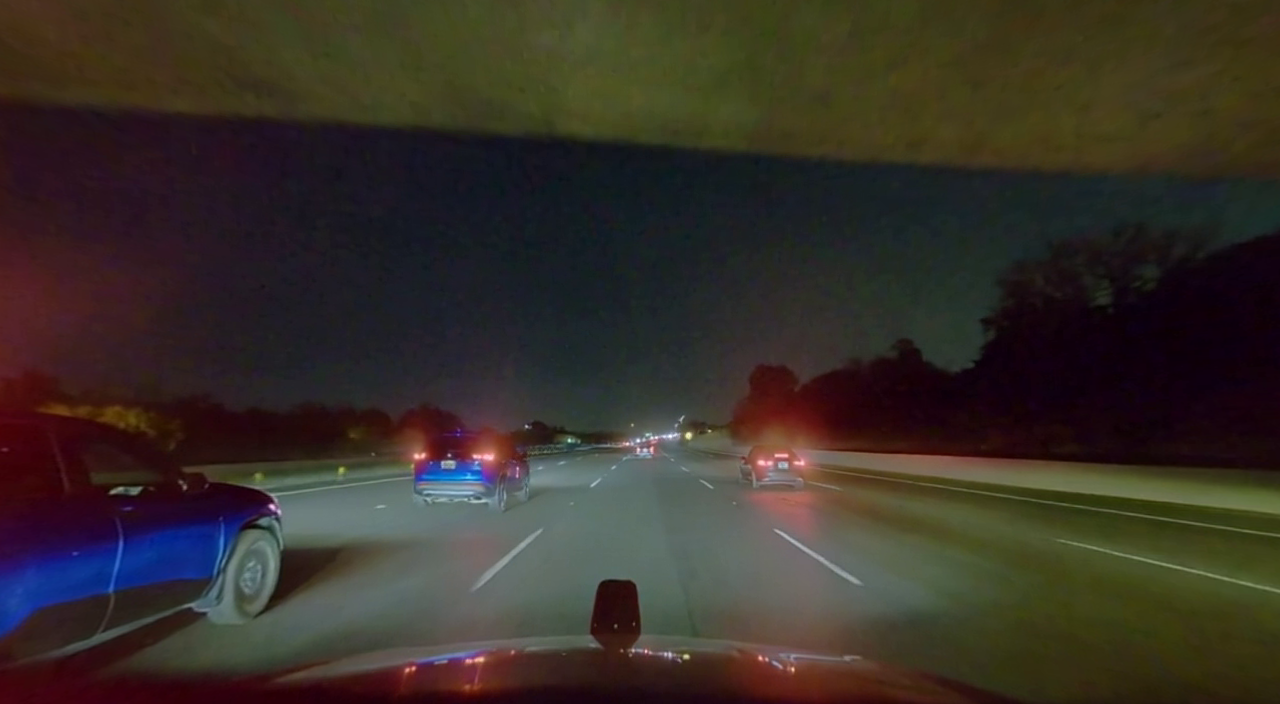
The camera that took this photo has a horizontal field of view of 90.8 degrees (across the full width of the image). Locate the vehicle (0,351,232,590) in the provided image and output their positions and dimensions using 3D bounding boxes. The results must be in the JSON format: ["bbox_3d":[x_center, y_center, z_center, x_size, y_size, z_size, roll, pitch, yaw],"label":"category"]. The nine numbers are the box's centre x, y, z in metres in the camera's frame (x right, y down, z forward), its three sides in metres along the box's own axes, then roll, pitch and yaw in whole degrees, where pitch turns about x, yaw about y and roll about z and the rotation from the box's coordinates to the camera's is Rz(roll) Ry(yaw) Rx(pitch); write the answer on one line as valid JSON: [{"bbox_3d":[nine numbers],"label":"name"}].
[{"bbox_3d":[-6.459,1.021,5.520,2.327,1.958,5.113,0,-8,0],"label":"vehicle"}]

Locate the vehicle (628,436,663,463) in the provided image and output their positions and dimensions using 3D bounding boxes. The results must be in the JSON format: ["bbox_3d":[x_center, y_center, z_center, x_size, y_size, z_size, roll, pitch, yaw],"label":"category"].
[{"bbox_3d":[0.394,7.040,45.614,2.428,1.841,4.402,0,-8,1],"label":"vehicle"}]

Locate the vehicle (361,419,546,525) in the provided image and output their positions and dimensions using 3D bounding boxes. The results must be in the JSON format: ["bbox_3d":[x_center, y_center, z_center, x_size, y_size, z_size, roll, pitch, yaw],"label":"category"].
[{"bbox_3d":[-3.221,2.171,11.934,2.193,1.641,4.077,0,-8,1],"label":"vehicle"}]

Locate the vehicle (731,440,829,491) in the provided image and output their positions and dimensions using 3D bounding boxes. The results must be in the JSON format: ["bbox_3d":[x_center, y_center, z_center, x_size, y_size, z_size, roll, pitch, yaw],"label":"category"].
[{"bbox_3d":[4.303,3.549,20.172,2.083,1.453,4.307,0,-8,-1],"label":"vehicle"}]
